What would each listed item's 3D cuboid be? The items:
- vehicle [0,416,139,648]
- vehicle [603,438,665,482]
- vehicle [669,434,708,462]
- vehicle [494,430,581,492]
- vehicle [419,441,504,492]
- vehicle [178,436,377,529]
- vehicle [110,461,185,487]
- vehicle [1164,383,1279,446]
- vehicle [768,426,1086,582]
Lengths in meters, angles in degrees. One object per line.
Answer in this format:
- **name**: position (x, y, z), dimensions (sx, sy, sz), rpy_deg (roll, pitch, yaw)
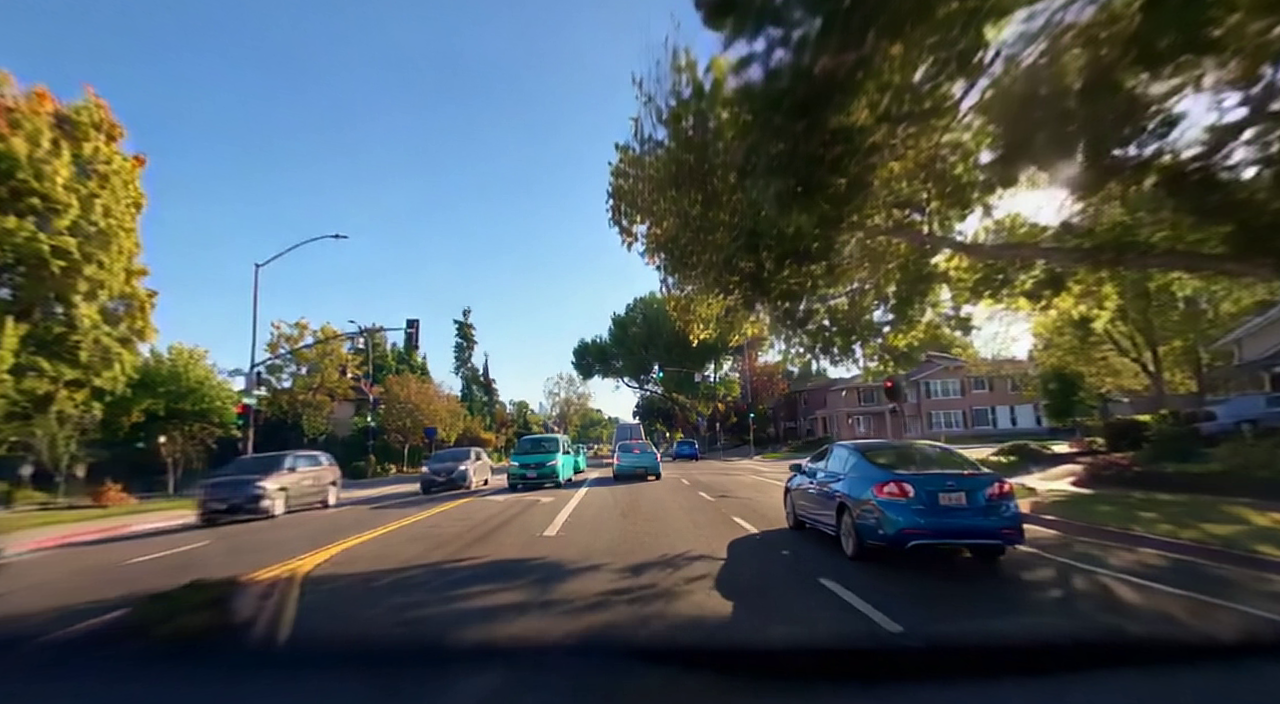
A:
- **vehicle**: position (-5.970, 1.248, 3.825), dimensions (2.146, 1.768, 4.664), rpy_deg (0, -8, -2)
- **vehicle**: position (-0.252, 3.992, 23.801), dimensions (2.114, 1.483, 4.207), rpy_deg (0, -8, -1)
- **vehicle**: position (3.382, 6.781, 44.697), dimensions (2.187, 1.847, 4.553), rpy_deg (0, -8, -3)
- **vehicle**: position (-3.202, 3.508, 20.907), dimensions (2.083, 1.741, 5.530), rpy_deg (0, -8, -1)
- **vehicle**: position (-6.314, 4.056, 22.852), dimensions (2.051, 1.663, 4.031), rpy_deg (0, -8, -2)
- **vehicle**: position (-8.997, 3.205, 16.452), dimensions (2.167, 1.973, 5.474), rpy_deg (0, -8, -3)
- **vehicle**: position (-37.584, 9.267, 48.349), dimensions (1.876, 1.763, 4.515), rpy_deg (-1, -8, 4)
- **vehicle**: position (18.455, 1.871, 18.410), dimensions (2.012, 1.690, 5.034), rpy_deg (0, -8, 0)
- **vehicle**: position (3.170, 1.748, 8.222), dimensions (1.973, 1.447, 4.402), rpy_deg (0, -8, -2)
